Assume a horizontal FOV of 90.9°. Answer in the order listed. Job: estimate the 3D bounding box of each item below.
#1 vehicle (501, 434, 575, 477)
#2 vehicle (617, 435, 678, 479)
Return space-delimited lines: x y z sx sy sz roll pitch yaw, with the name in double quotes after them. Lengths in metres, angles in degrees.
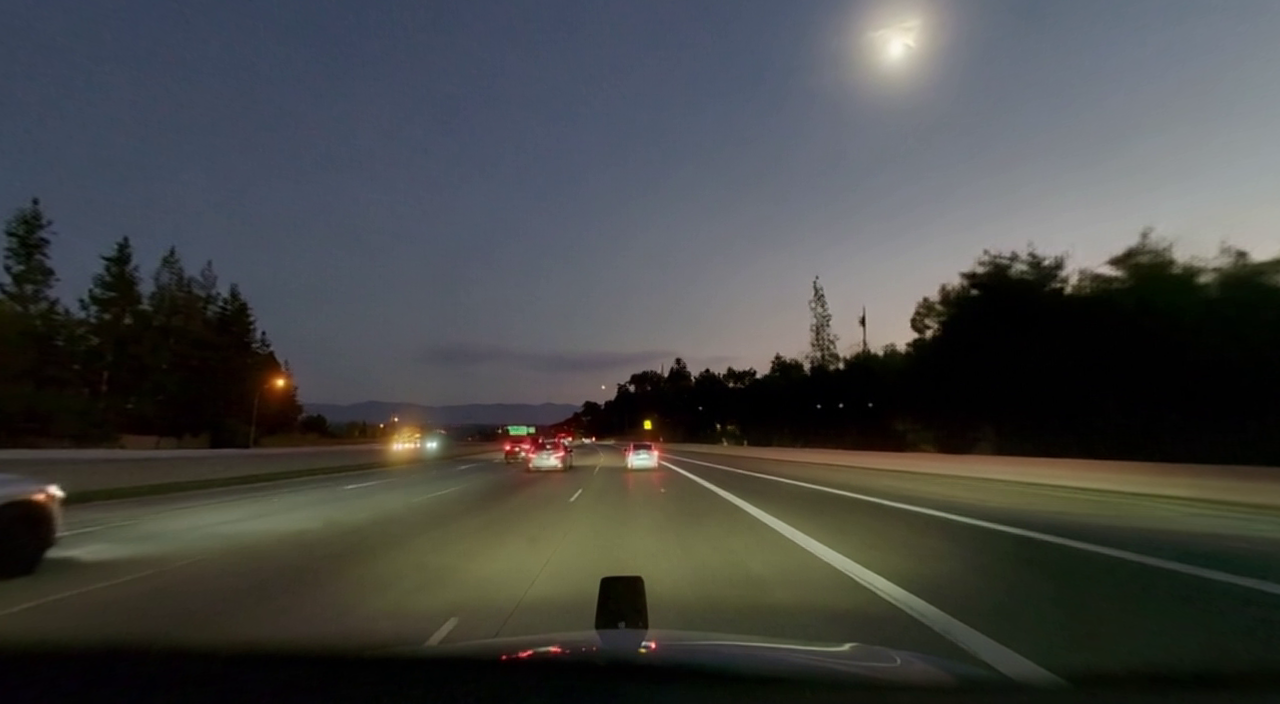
-3.968 4.137 25.465 2.246 1.519 4.980 0 -9 -1 "vehicle"
0.196 3.818 23.134 2.051 1.444 3.927 0 -9 -2 "vehicle"
